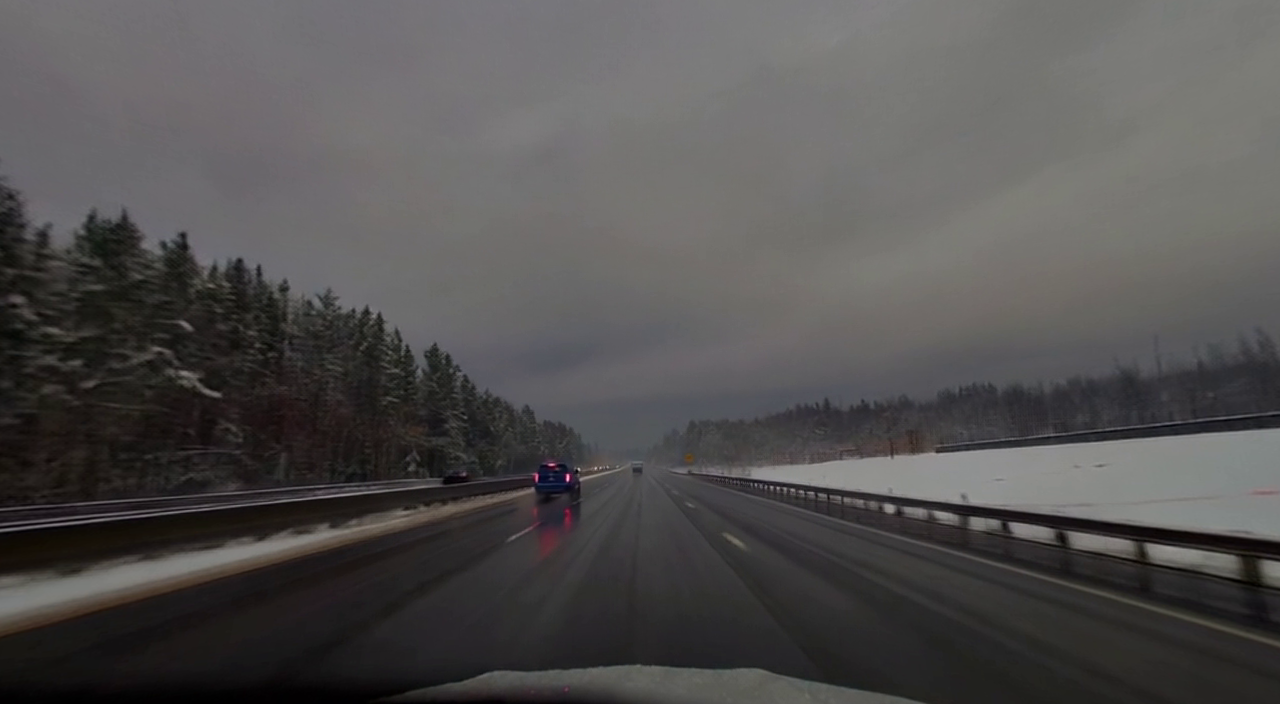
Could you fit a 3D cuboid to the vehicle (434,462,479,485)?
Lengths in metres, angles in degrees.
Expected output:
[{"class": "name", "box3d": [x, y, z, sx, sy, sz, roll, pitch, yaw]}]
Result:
[{"class": "vehicle", "box3d": [-13.173, 8.724, 45.425, 1.885, 1.534, 4.116, 0, -10, 1]}]

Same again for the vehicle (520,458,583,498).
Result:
[{"class": "vehicle", "box3d": [-3.829, 5.545, 27.943, 2.081, 1.586, 4.245, 0, -10, 1]}]
